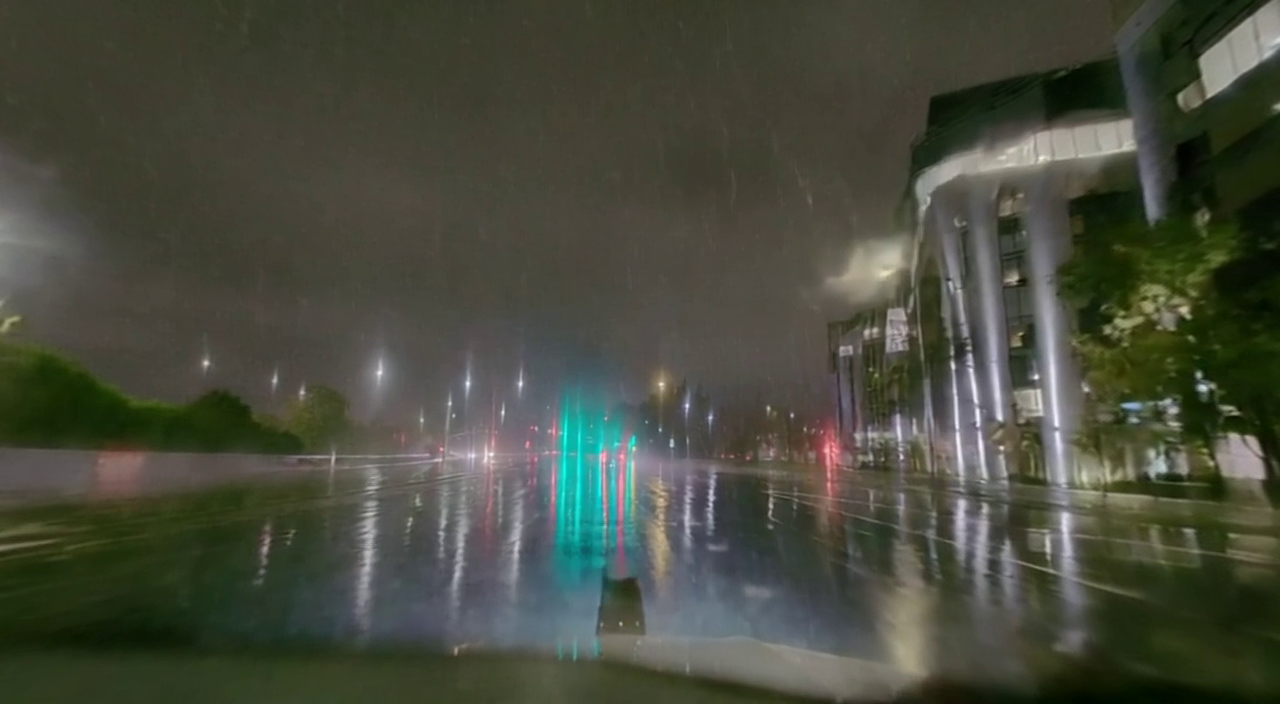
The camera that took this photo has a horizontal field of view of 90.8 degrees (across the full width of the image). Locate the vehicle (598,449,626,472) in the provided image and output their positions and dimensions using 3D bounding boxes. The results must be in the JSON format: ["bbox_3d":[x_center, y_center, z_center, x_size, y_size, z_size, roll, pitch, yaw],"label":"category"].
[{"bbox_3d":[-2.195,8.440,49.322,2.038,1.682,3.844,0,-8,-4],"label":"vehicle"}]
